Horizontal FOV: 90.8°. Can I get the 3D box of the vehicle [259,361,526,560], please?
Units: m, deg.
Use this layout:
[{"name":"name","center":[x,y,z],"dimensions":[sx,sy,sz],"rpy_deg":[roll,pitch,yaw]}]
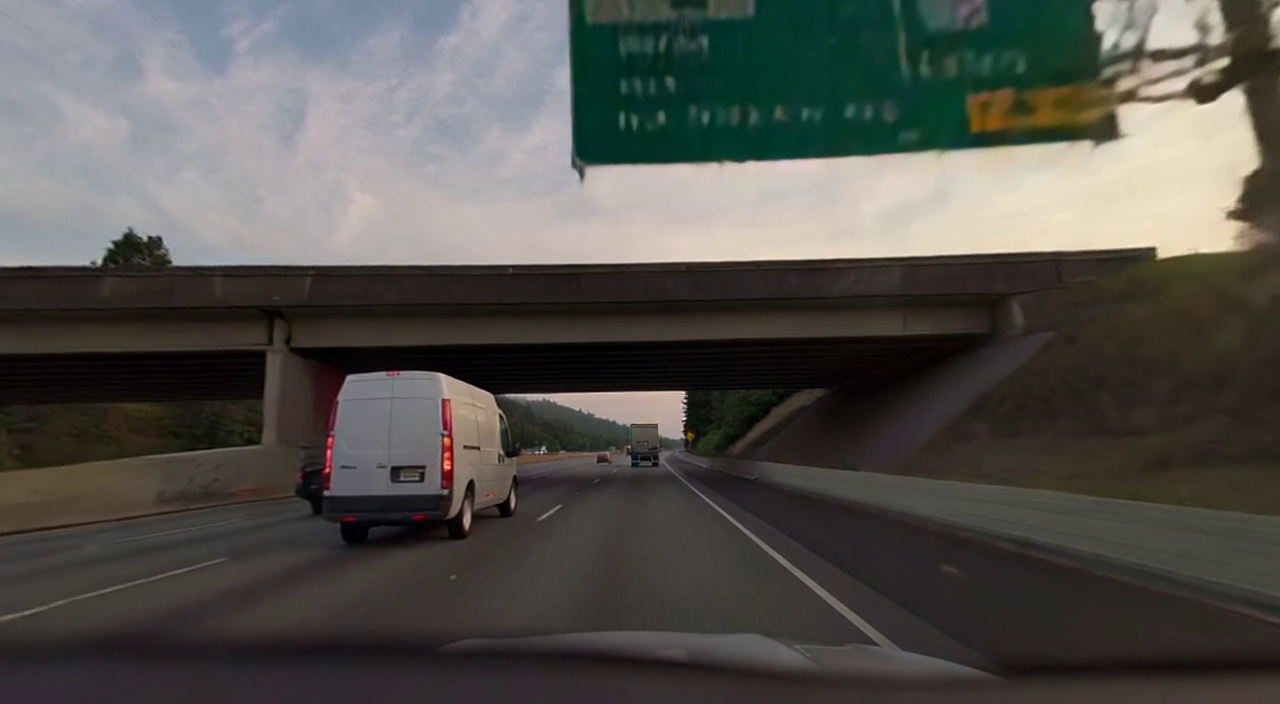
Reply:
[{"name":"vehicle","center":[-3.899,1.925,11.635],"dimensions":[2.504,2.694,5.934],"rpy_deg":[0,-9,0]}]
